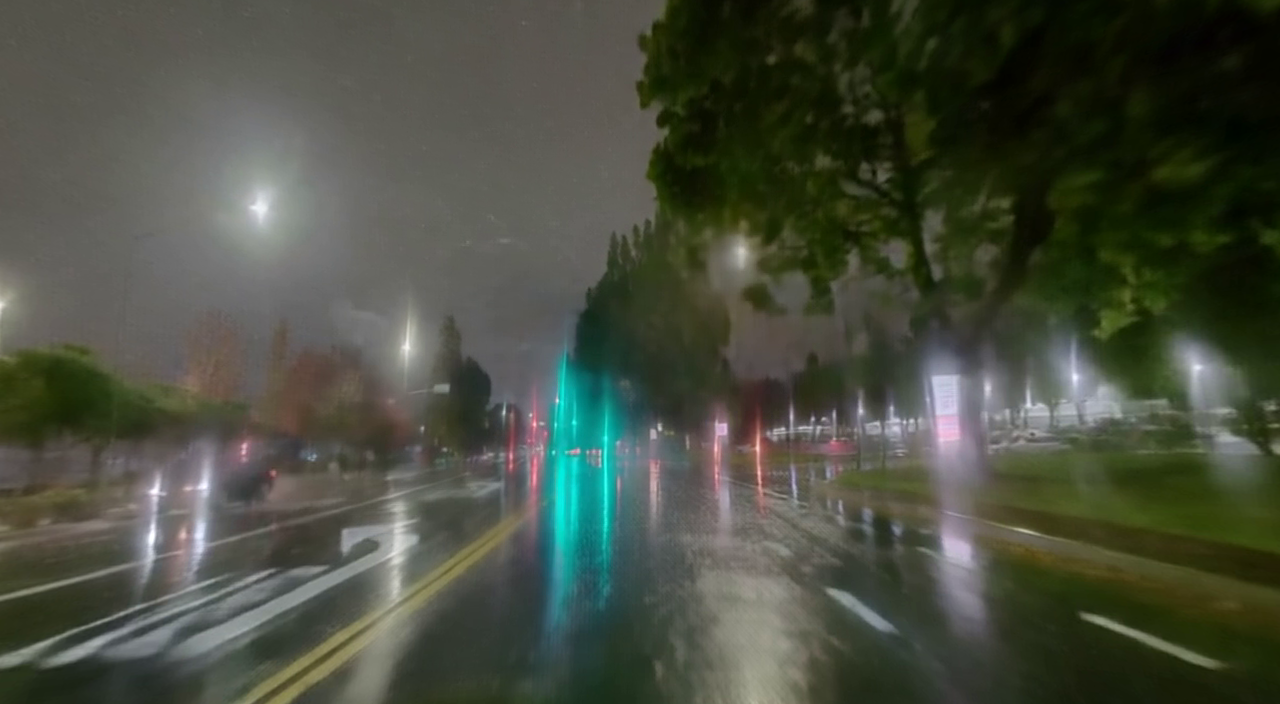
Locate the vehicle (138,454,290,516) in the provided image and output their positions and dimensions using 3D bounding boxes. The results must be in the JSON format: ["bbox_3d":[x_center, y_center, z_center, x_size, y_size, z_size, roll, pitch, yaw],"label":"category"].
[{"bbox_3d":[-13.713,4.279,20.753,2.090,1.680,4.434,-3,-10,-4],"label":"vehicle"}]
